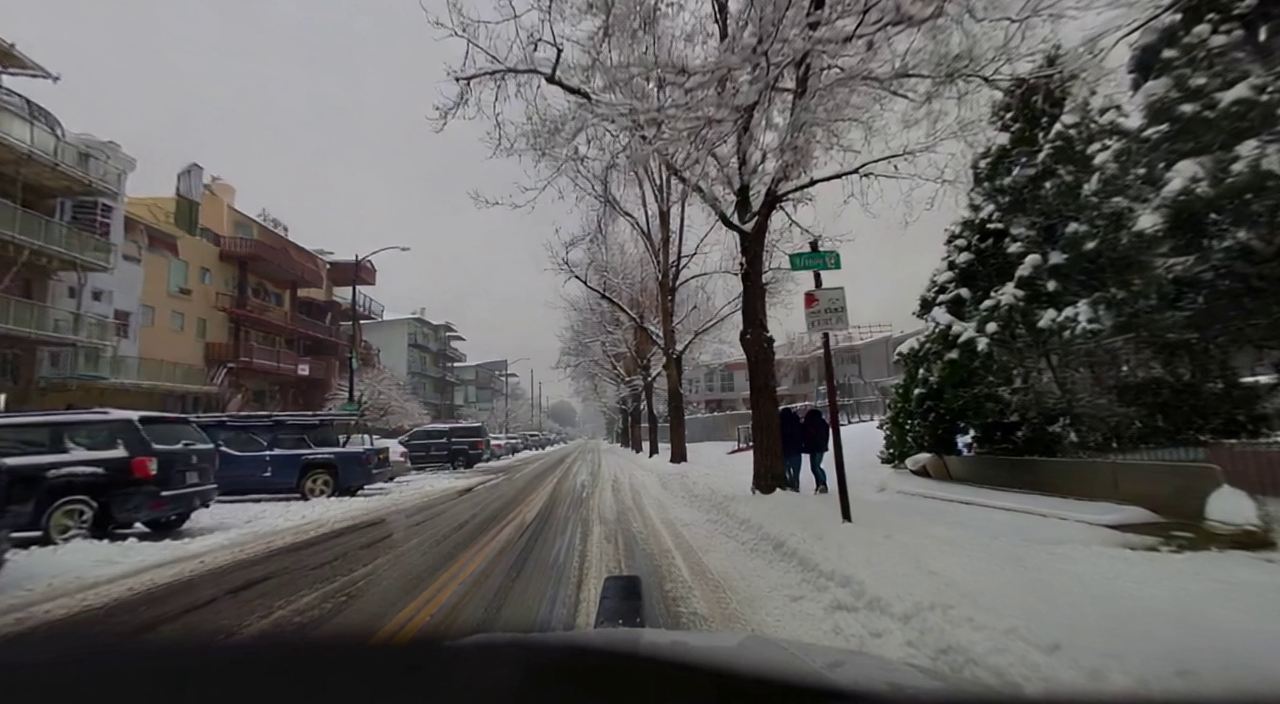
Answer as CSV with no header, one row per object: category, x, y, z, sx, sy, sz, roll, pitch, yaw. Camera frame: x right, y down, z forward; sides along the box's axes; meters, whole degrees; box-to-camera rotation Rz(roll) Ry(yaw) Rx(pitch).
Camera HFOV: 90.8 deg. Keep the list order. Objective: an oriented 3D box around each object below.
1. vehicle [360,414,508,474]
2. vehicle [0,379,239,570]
vehicle,-8.790,3.991,27.477,5.592,2.439,2.515,1,-8,-5
vehicle,-7.682,1.437,7.664,4.254,1.953,2.097,-2,-5,-5
